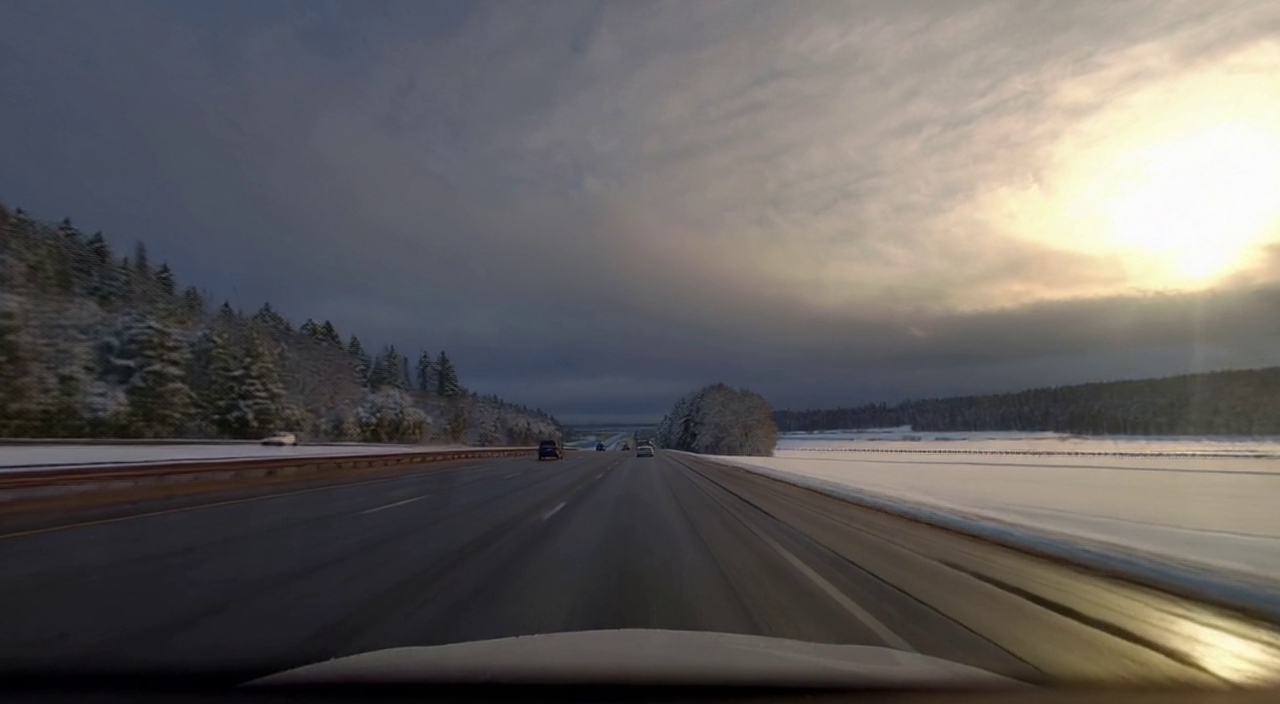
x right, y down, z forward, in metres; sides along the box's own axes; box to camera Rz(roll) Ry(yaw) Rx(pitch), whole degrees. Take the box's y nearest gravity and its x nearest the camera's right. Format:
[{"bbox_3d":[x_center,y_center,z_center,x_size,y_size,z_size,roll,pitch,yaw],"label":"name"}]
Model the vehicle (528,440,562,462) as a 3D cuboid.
[{"bbox_3d":[-7.240,7.575,48.468,1.972,1.603,3.891,0,-8,1],"label":"vehicle"}]
